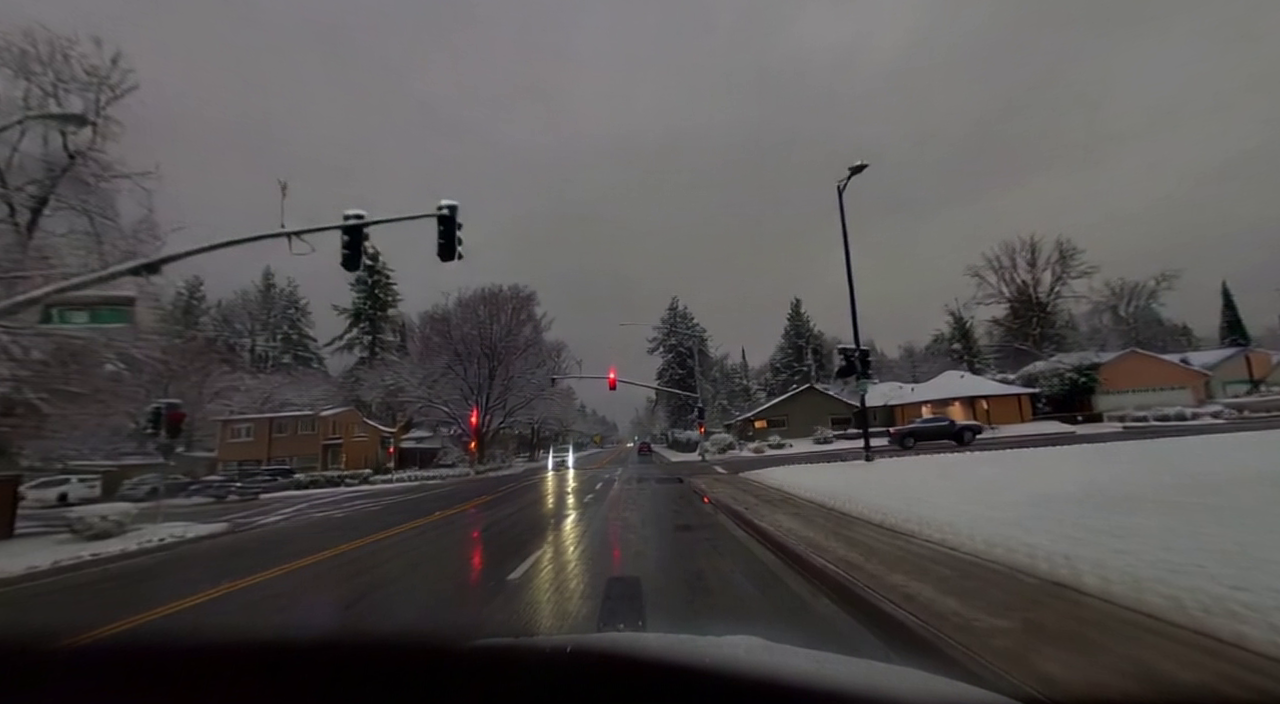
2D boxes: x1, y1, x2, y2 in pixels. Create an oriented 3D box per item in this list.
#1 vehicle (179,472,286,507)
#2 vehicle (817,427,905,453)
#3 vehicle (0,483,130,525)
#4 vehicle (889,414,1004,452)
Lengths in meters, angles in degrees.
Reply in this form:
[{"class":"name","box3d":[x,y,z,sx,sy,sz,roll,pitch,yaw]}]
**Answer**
[{"class":"vehicle","box3d":[-24.442,8.247,37.773,4.933,1.792,2.133,0,-9,4]},{"class":"vehicle","box3d":[13.352,5.370,38.153,4.580,1.534,1.919,0,-8,-1]},{"class":"vehicle","box3d":[-26.779,7.033,29.154,4.177,1.640,2.119,1,-9,-2]},{"class":"vehicle","box3d":[14.268,3.821,29.414,4.319,1.700,2.034,0,-8,-1]}]
